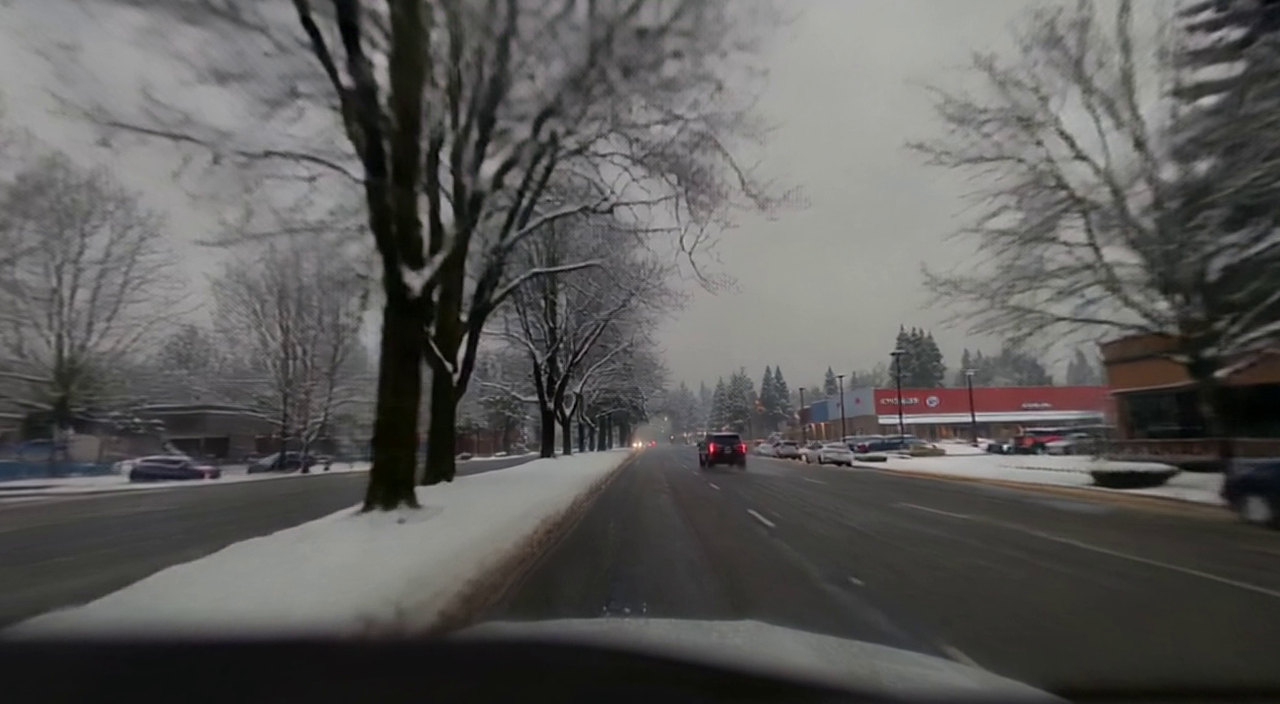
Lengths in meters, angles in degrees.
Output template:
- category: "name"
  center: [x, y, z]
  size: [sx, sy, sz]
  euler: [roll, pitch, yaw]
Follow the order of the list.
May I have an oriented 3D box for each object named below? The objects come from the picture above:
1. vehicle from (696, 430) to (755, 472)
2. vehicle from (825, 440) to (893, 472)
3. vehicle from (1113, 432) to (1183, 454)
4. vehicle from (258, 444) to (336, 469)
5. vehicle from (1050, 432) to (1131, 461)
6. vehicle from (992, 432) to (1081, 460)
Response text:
- category: "vehicle"
  center: [4.038, 4.795, 30.695]
  size: [2.183, 1.845, 4.482]
  euler: [0, -8, -1]
- category: "vehicle"
  center: [11.070, 5.283, 32.220]
  size: [1.842, 1.474, 4.456]
  euler: [0, -8, 0]
- category: "vehicle"
  center: [32.964, 5.924, 41.025]
  size: [1.563, 1.393, 3.573]
  euler: [0, -8, 0]
- category: "vehicle"
  center: [-26.806, 8.176, 49.374]
  size: [4.874, 1.859, 2.019]
  euler: [0, -8, -2]
- category: "vehicle"
  center: [26.046, 5.431, 36.586]
  size: [1.868, 1.500, 3.853]
  euler: [-1, -7, 1]
- category: "vehicle"
  center: [23.202, 5.553, 37.147]
  size: [1.926, 1.503, 4.994]
  euler: [0, -8, -1]
